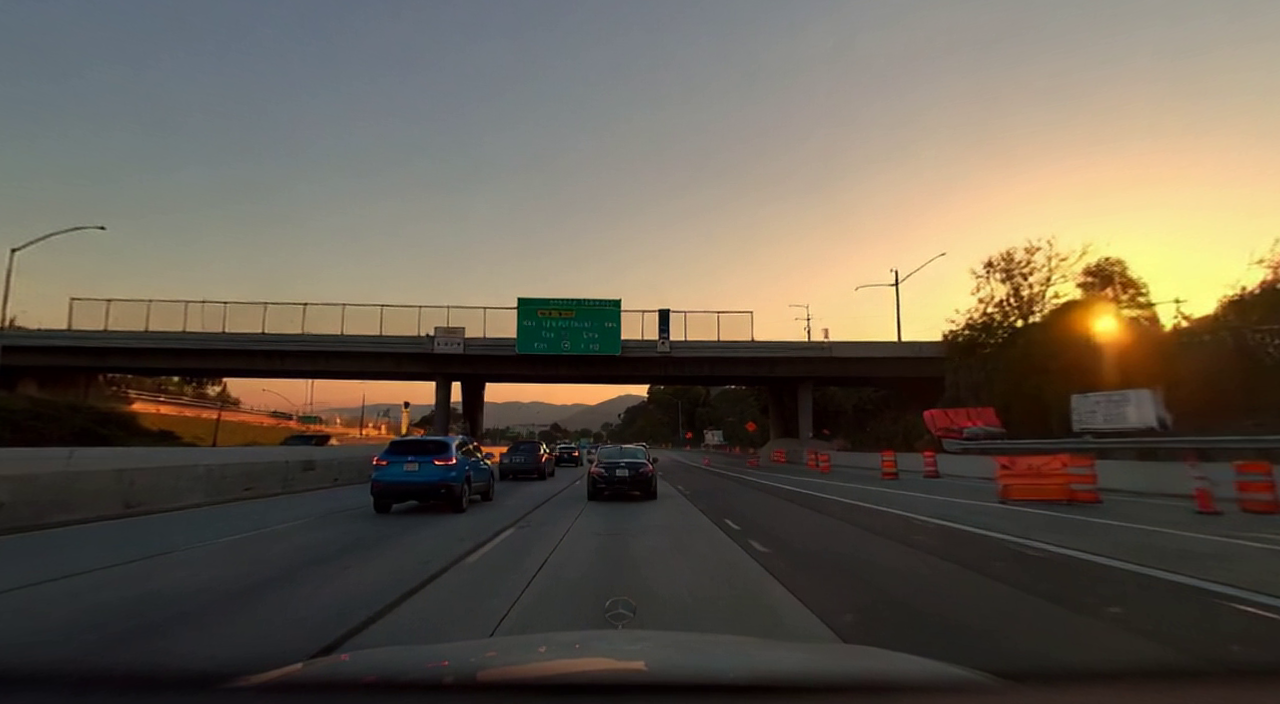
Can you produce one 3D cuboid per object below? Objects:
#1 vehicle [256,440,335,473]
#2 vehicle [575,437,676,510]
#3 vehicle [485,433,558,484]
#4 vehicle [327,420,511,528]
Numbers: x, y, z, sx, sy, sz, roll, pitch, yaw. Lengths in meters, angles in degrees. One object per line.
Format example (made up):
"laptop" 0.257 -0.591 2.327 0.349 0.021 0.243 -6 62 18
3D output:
"vehicle" -18.798 5.680 34.685 1.936 1.710 4.301 0 -8 -1
"vehicle" -0.370 2.803 15.086 2.069 1.484 3.982 0 -9 -2
"vehicle" -4.314 3.947 23.640 1.982 1.727 4.057 0 -9 -1
"vehicle" -3.950 2.251 12.155 2.025 1.708 4.089 0 -9 0
